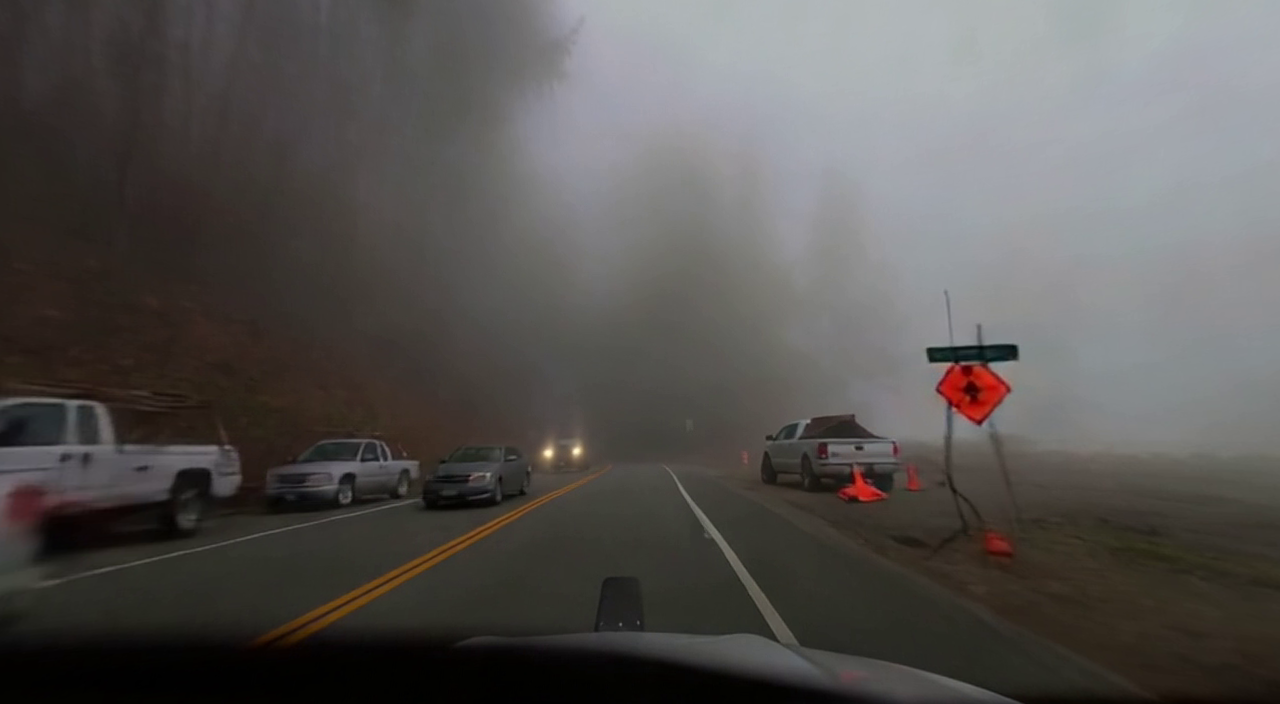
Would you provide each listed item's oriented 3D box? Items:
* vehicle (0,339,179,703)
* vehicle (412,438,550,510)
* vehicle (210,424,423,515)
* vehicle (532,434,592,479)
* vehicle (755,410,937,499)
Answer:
[{"bbox_3d":[-4.062,0.664,1.621,2.177,1.803,4.690,0,-8,0],"label":"vehicle"},{"bbox_3d":[-3.460,2.732,14.681,1.981,1.410,4.162,0,-8,2],"label":"vehicle"},{"bbox_3d":[-7.946,2.936,16.514,2.353,1.943,5.853,0,-8,1],"label":"vehicle"},{"bbox_3d":[-3.673,5.037,30.829,2.221,1.969,5.153,0,-8,0],"label":"vehicle"},{"bbox_3d":[5.373,2.826,17.895,2.845,2.053,6.457,0,-8,-1],"label":"vehicle"}]
